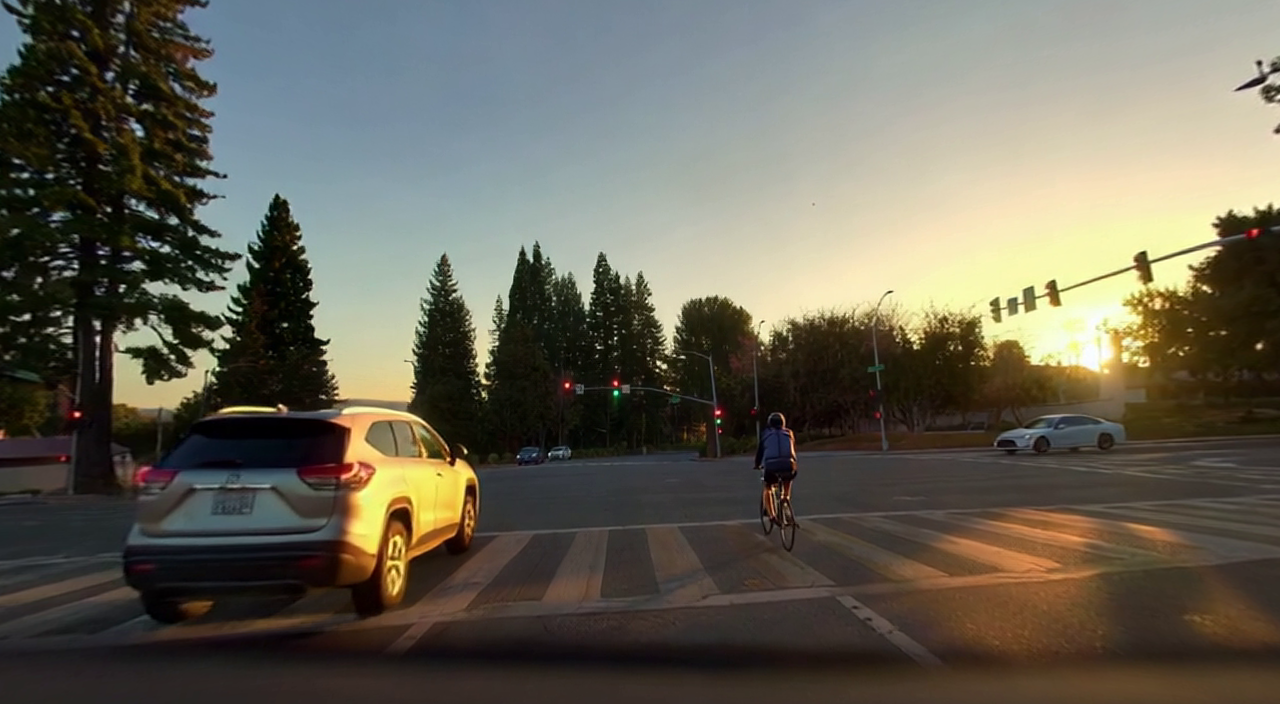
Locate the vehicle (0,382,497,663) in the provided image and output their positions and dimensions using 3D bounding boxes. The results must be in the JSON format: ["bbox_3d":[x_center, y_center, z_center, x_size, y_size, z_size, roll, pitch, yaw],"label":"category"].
[{"bbox_3d":[-3.024,1.408,6.346,2.049,1.756,4.602,0,-8,0],"label":"vehicle"}]

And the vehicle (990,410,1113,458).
[{"bbox_3d":[18.578,3.727,28.547,4.237,1.948,1.997,0,-9,-9],"label":"vehicle"}]

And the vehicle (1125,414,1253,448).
[{"bbox_3d":[25.736,3.735,29.609,4.716,1.507,1.904,2,-9,-11],"label":"vehicle"}]
